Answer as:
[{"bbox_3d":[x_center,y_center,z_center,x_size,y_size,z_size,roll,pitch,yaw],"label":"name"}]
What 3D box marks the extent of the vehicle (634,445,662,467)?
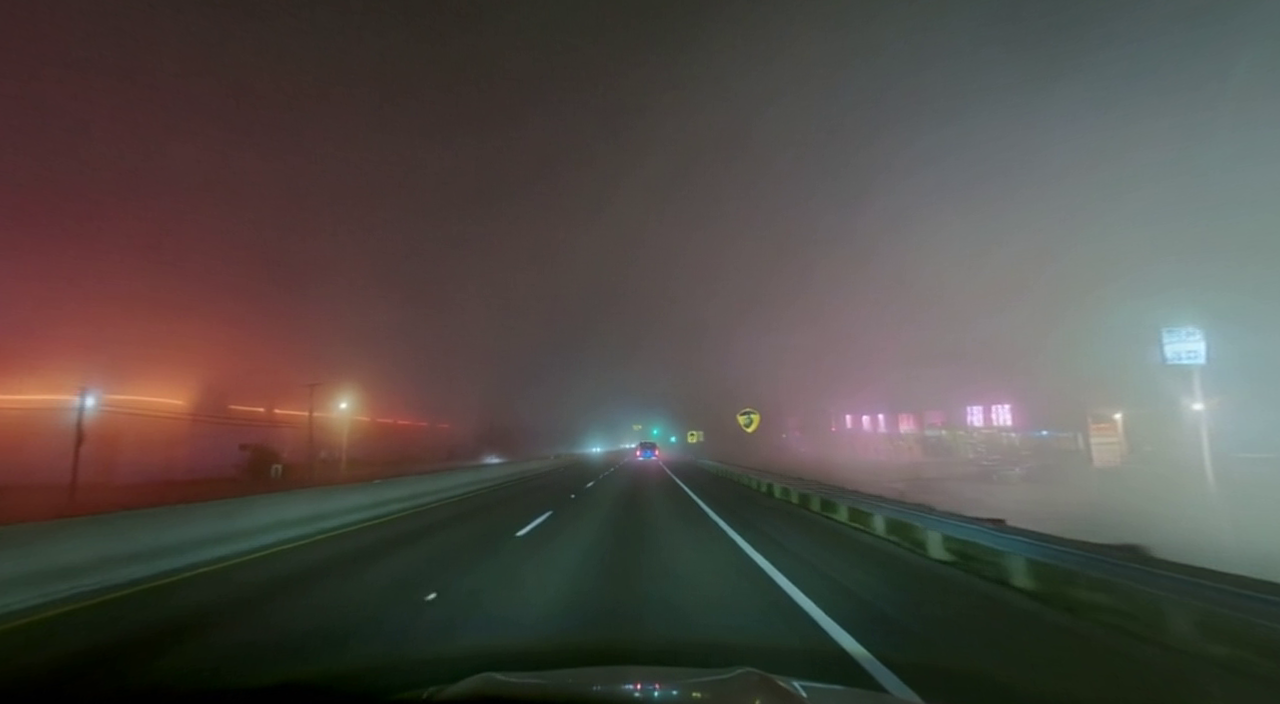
[{"bbox_3d":[0.579,7.796,47.228,2.014,1.507,3.960,-1,-9,1],"label":"vehicle"}]
